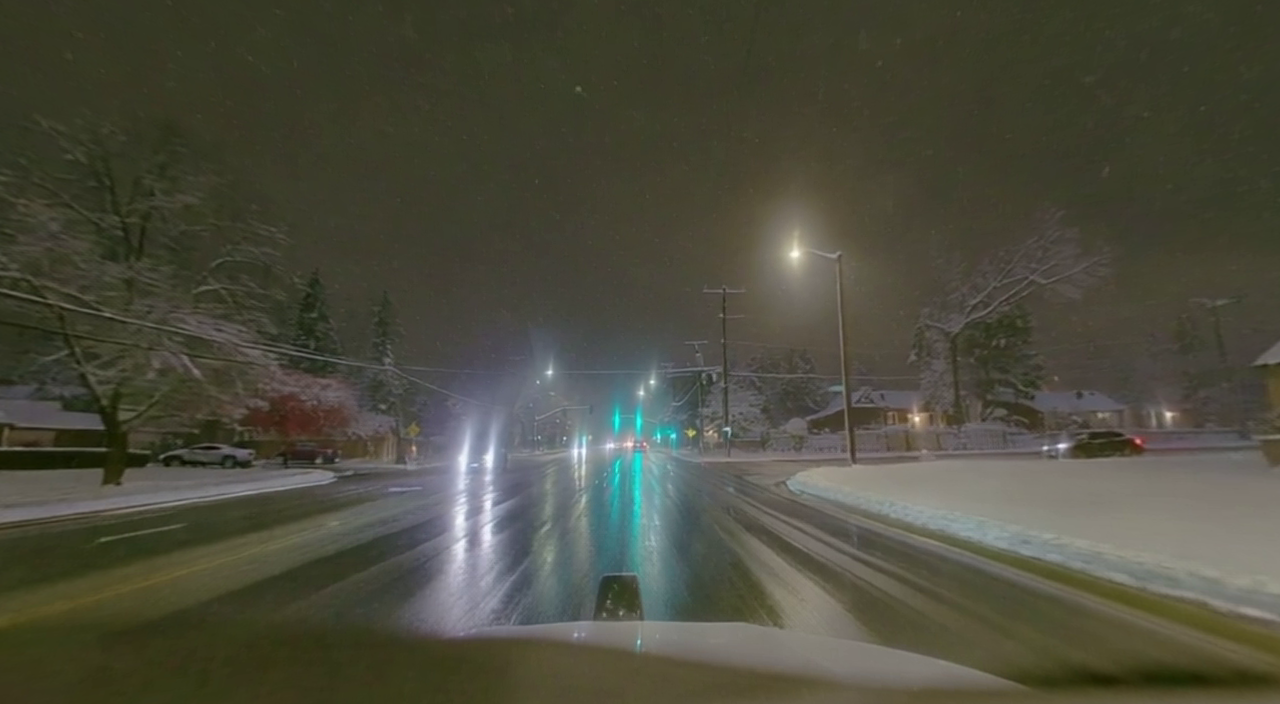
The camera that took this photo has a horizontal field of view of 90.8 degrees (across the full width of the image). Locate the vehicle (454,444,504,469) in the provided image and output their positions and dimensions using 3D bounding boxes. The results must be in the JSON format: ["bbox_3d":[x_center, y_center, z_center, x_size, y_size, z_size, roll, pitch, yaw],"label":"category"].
[{"bbox_3d":[-10.495,6.790,41.433,2.022,1.536,4.629,0,-8,0],"label":"vehicle"}]
